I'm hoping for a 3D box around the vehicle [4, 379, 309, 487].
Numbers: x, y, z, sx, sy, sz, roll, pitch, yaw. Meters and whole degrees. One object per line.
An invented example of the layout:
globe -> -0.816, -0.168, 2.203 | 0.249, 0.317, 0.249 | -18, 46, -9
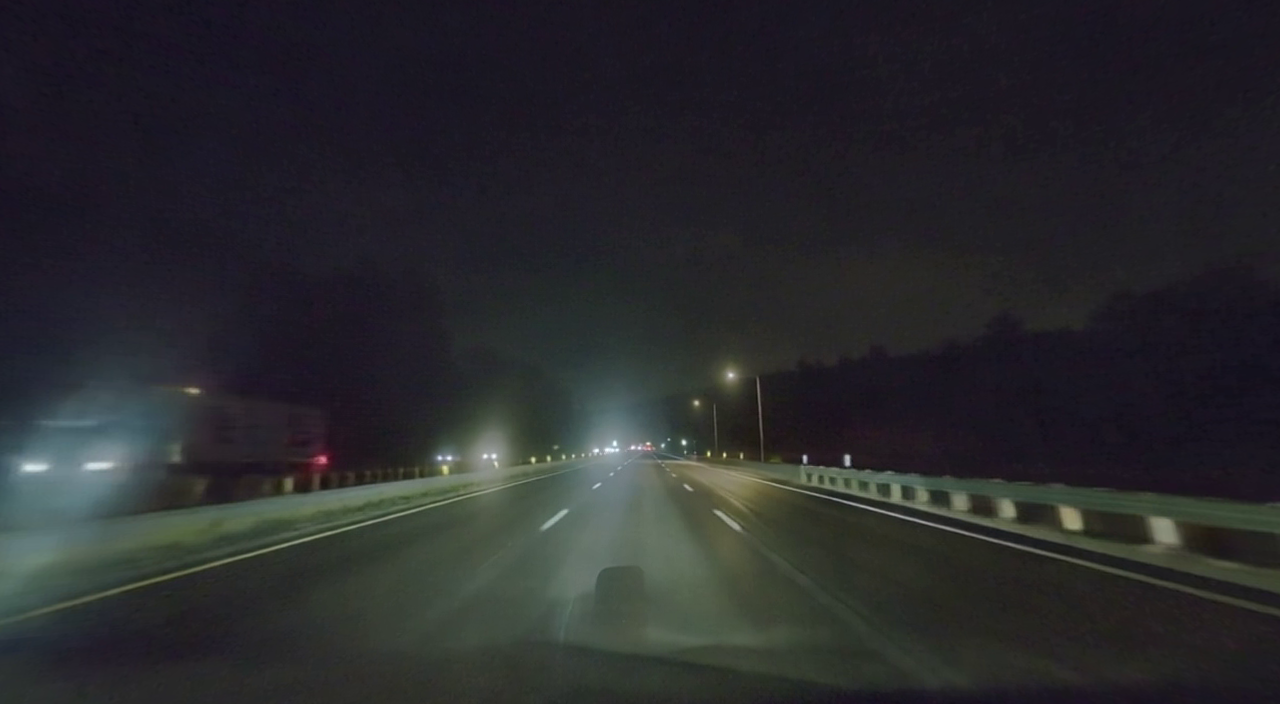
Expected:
vehicle -> -18.096, 3.415, 25.518 | 2.803, 3.326, 11.973 | 0, -9, 0
